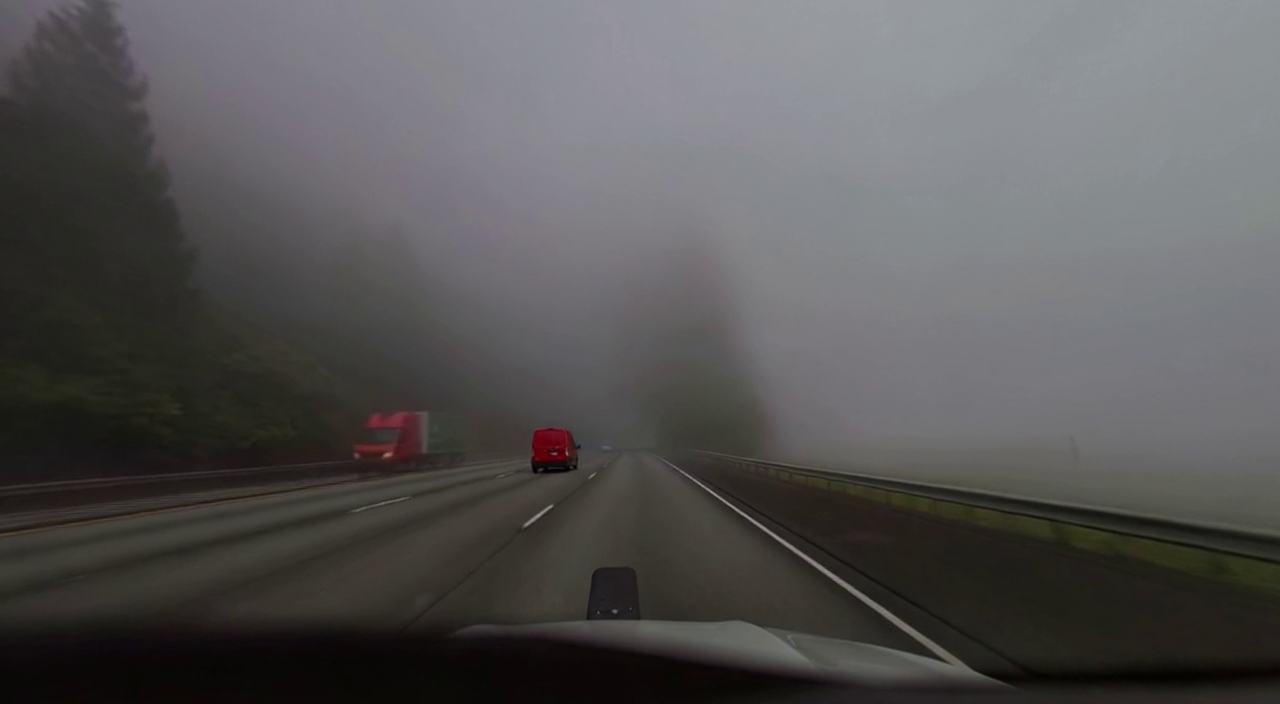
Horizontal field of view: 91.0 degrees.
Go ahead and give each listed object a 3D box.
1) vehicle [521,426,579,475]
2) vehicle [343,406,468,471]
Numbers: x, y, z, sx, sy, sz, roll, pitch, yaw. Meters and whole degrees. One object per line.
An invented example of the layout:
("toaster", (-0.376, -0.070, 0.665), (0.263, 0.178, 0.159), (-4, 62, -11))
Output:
("vehicle", (-4.038, 4.500, 29.039), (1.976, 2.029, 4.737), (-1, -8, 0))
("vehicle", (-17.024, 6.624, 47.901), (3.310, 4.067, 16.585), (0, -8, -1))
